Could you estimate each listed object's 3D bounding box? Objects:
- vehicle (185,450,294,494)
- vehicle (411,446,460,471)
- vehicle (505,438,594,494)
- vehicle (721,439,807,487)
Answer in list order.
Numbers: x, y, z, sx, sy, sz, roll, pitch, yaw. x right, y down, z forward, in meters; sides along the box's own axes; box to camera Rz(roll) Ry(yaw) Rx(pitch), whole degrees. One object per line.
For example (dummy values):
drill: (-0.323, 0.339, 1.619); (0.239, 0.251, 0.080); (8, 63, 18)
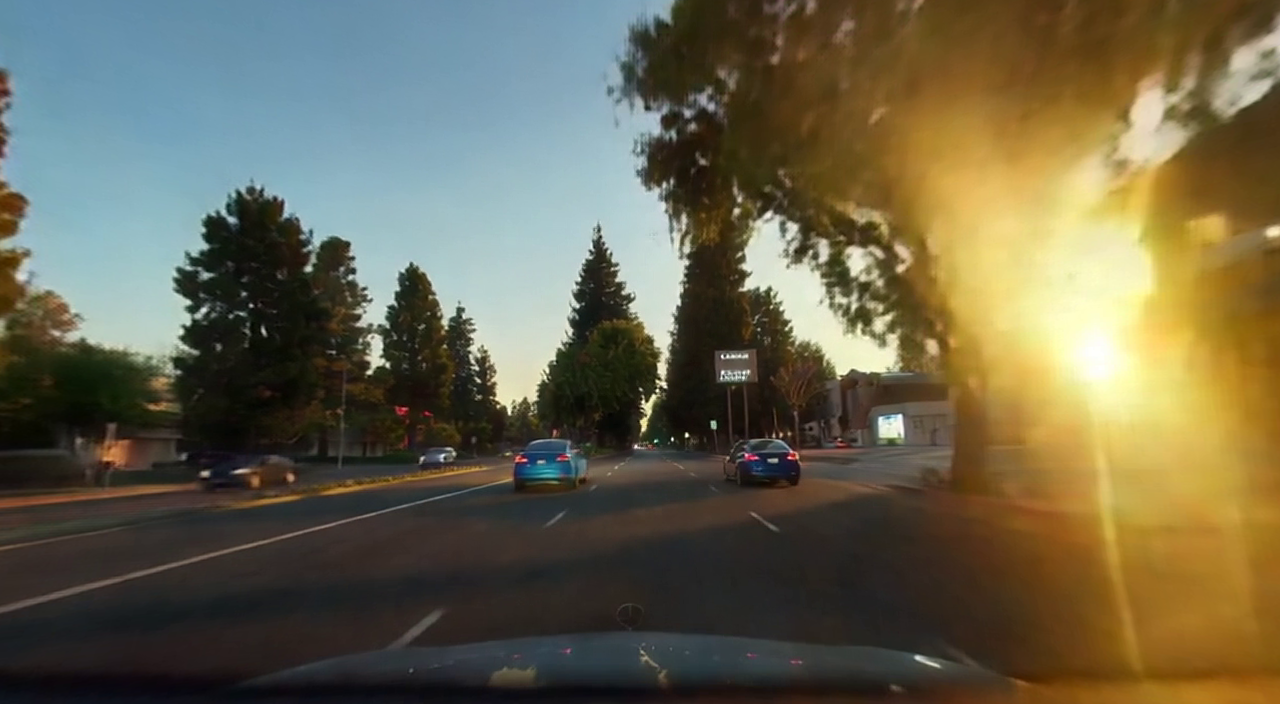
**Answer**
vehicle: (-15.910, 4.761, 25.303); (1.778, 1.549, 3.914); (0, -8, 1)
vehicle: (-15.090, 7.867, 46.743); (2.052, 1.729, 4.598); (0, -8, 0)
vehicle: (-2.658, 3.461, 19.528); (2.001, 1.504, 4.212); (-1, -8, 2)
vehicle: (4.126, 3.771, 21.740); (1.977, 1.474, 4.399); (0, -8, -1)
